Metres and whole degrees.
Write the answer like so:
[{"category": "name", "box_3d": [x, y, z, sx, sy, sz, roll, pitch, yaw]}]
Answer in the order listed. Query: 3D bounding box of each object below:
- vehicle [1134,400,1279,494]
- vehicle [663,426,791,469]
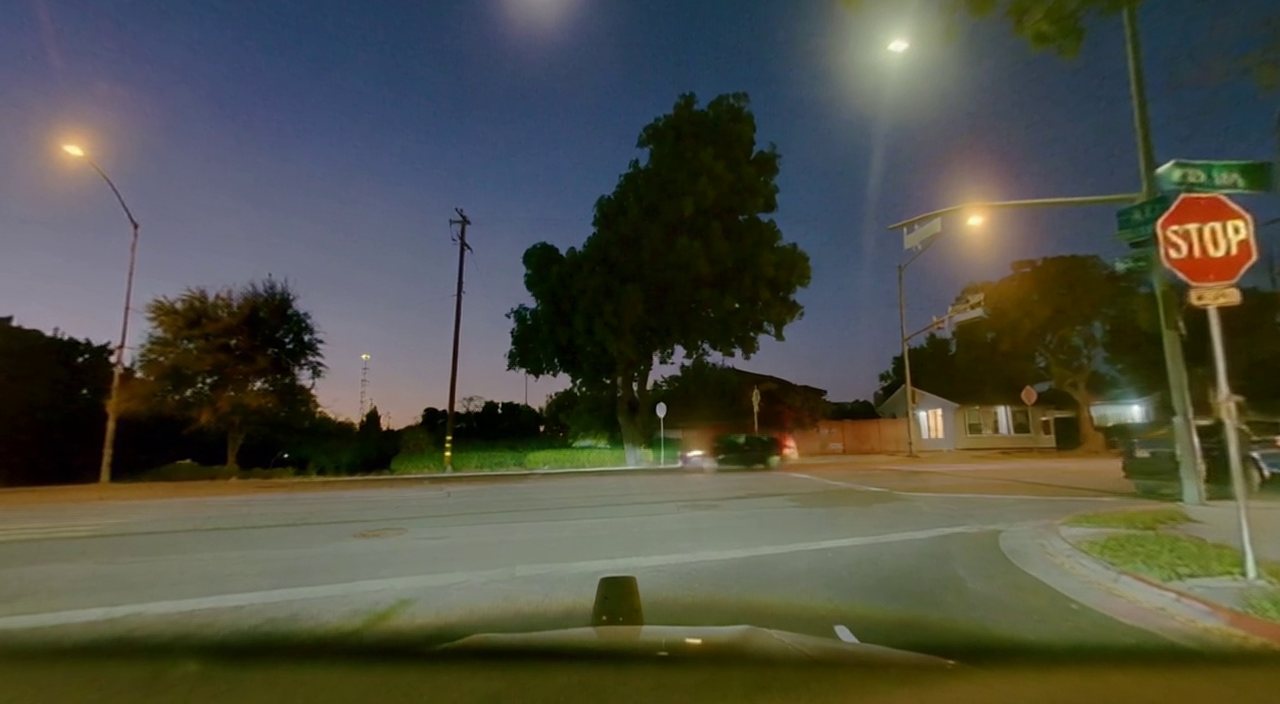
[{"category": "vehicle", "box_3d": [12.795, 1.886, 12.689, 4.208, 1.685, 2.014, 1, -8, -8]}, {"category": "vehicle", "box_3d": [3.189, 3.517, 23.407, 4.296, 1.499, 1.814, 2, -9, -16]}]
